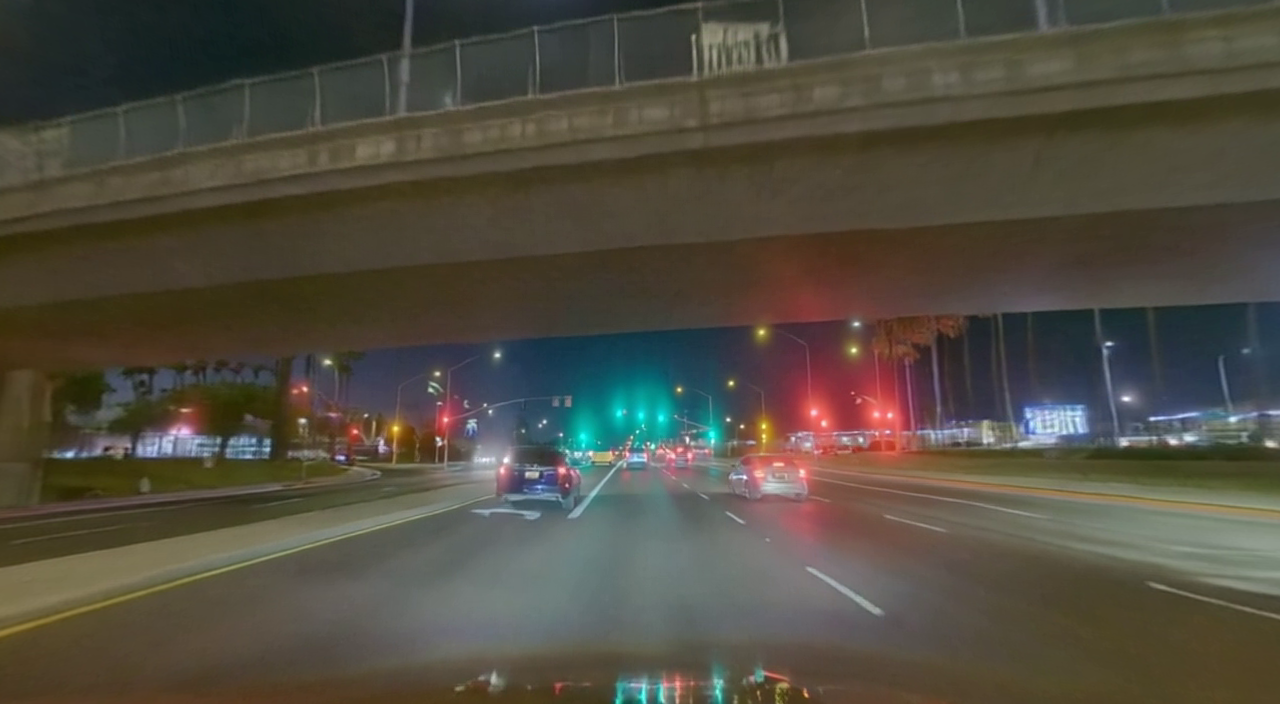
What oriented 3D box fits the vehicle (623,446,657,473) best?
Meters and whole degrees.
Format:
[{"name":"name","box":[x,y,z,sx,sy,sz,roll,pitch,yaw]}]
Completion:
[{"name":"vehicle","box":[-0.020,7.188,42.083,2.172,1.694,4.055,0,-9,0]}]

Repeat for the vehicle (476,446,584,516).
[{"name":"vehicle","box":[-2.555,3.100,15.642,2.111,1.506,4.018,0,-9,-3]}]

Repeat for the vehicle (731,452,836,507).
[{"name":"vehicle","box":[4.131,3.723,18.812,2.156,1.404,4.120,0,-9,0]}]
